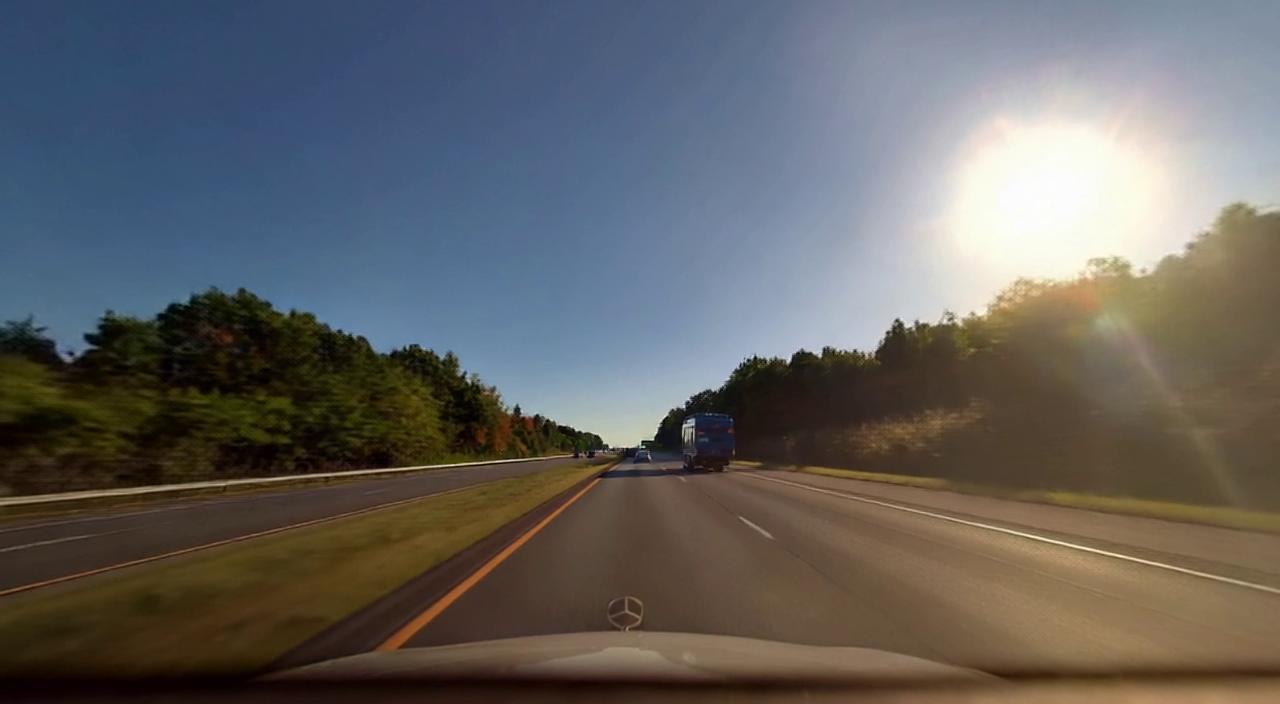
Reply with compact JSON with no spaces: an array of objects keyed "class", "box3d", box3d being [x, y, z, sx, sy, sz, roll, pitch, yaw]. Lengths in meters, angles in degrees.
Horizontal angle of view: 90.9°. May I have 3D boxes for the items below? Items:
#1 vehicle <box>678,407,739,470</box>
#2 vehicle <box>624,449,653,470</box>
[{"class":"vehicle","box3d":[4.917,6.759,48.536,2.939,4.129,14.300,0,-9,-1]},{"class":"vehicle","box3d":[-0.105,7.496,44.039,1.926,1.386,3.615,0,-9,0]}]
